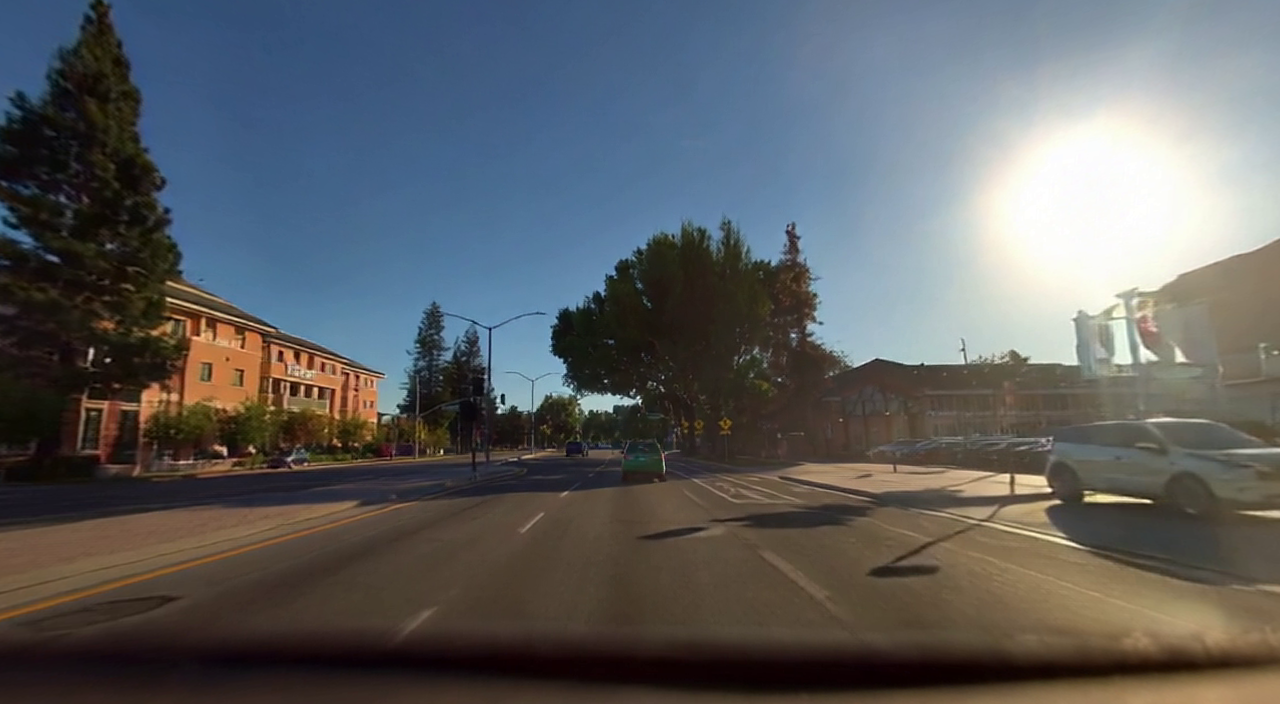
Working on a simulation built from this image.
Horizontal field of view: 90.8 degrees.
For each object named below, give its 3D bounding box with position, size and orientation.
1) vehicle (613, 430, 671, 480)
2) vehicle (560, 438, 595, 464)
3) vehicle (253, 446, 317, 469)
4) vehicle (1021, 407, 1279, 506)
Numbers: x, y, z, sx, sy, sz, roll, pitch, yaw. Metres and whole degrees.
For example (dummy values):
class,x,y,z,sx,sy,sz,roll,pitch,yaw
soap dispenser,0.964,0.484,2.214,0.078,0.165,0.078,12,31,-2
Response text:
class,x,y,z,sx,sy,sz,roll,pitch,yaw
vehicle,0.026,4.382,27.172,2.273,1.909,5.075,0,-9,-1
vehicle,-4.558,7.297,46.669,2.202,1.856,4.516,0,-9,-1
vehicle,-26.405,7.868,47.185,2.031,1.622,4.722,0,-9,1
vehicle,11.385,2.141,13.072,5.506,1.850,2.156,0,-9,1
